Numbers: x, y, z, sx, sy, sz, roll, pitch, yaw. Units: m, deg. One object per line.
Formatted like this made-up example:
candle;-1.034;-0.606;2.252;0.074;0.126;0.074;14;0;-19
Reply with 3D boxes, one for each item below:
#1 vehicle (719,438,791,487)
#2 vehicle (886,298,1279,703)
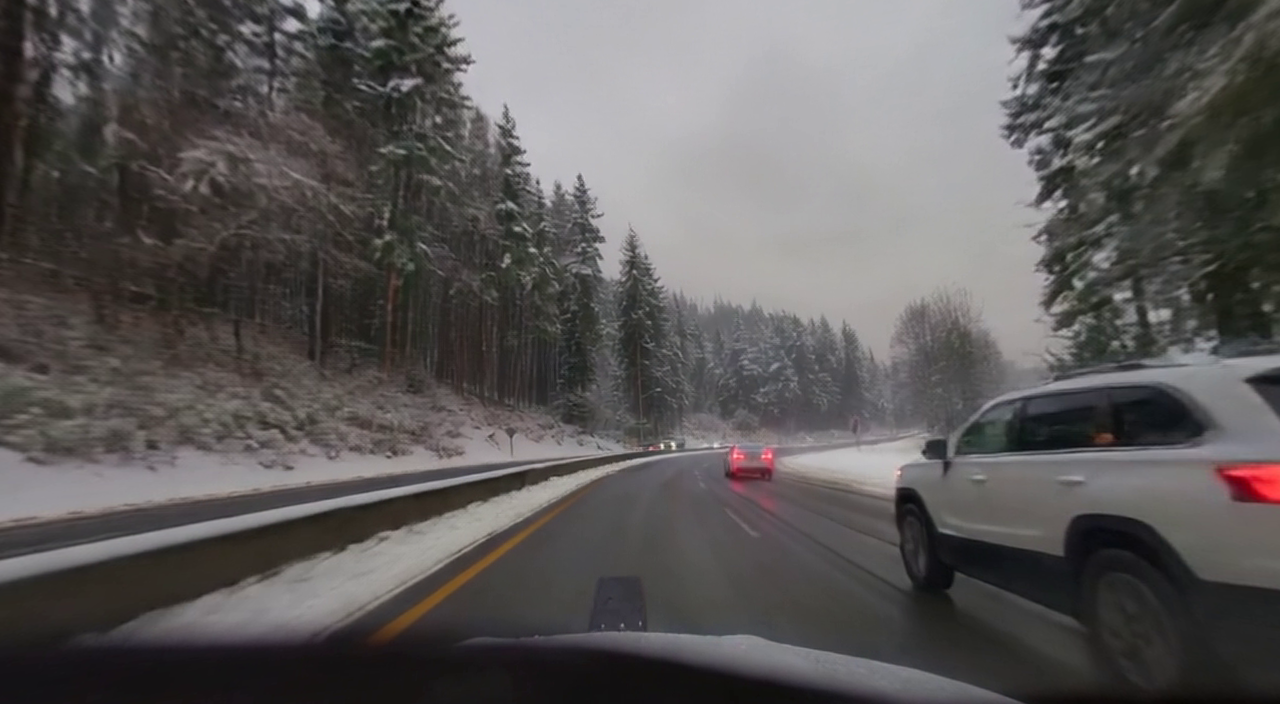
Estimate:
vehicle;4.378;4.268;24.663;2.112;1.708;4.380;0;-8;2
vehicle;3.603;0.958;3.831;2.270;1.897;4.822;0;-8;0
